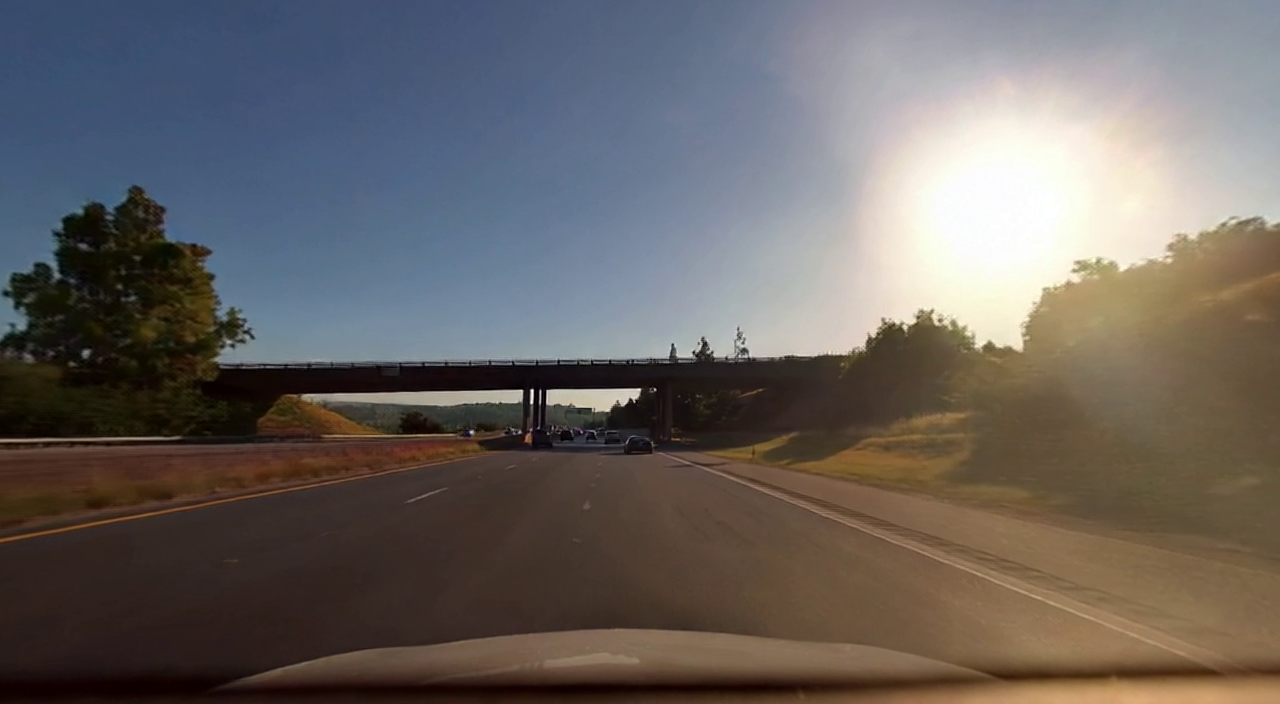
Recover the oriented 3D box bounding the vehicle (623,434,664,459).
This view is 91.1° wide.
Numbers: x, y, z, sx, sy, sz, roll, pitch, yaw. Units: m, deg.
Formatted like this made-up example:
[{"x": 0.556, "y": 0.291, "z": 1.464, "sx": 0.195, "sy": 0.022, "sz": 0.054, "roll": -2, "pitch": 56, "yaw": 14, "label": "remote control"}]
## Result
[{"x": 0.112, "y": 5.225, "z": 34.933, "sx": 1.999, "sy": 1.329, "sz": 3.913, "roll": 1, "pitch": -8, "yaw": -4, "label": "vehicle"}]
